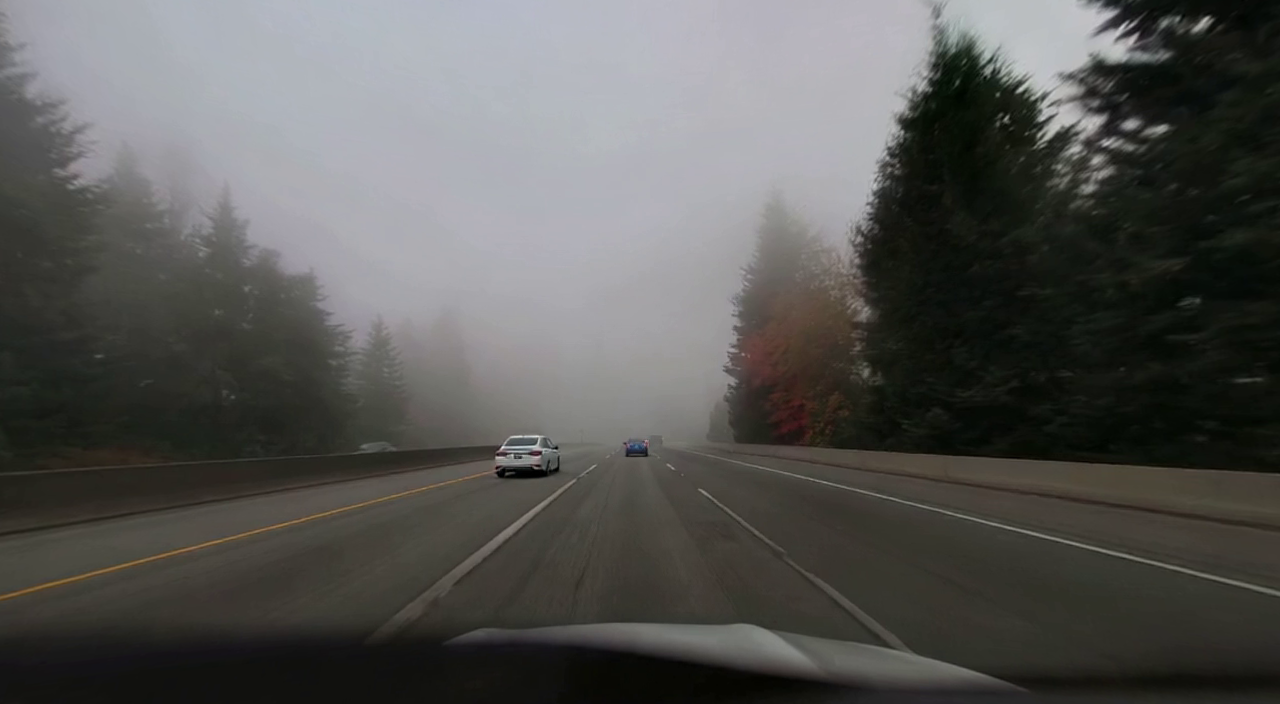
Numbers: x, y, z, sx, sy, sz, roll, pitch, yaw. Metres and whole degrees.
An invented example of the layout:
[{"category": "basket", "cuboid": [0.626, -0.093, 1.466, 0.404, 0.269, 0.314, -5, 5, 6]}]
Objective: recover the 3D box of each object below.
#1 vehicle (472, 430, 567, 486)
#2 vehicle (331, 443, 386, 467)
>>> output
[{"category": "vehicle", "cuboid": [-3.596, 3.231, 19.602, 2.103, 1.507, 4.367, 0, -8, 0]}, {"category": "vehicle", "cuboid": [-20.593, 7.538, 46.191, 2.002, 1.581, 4.484, 0, -8, 0]}]
